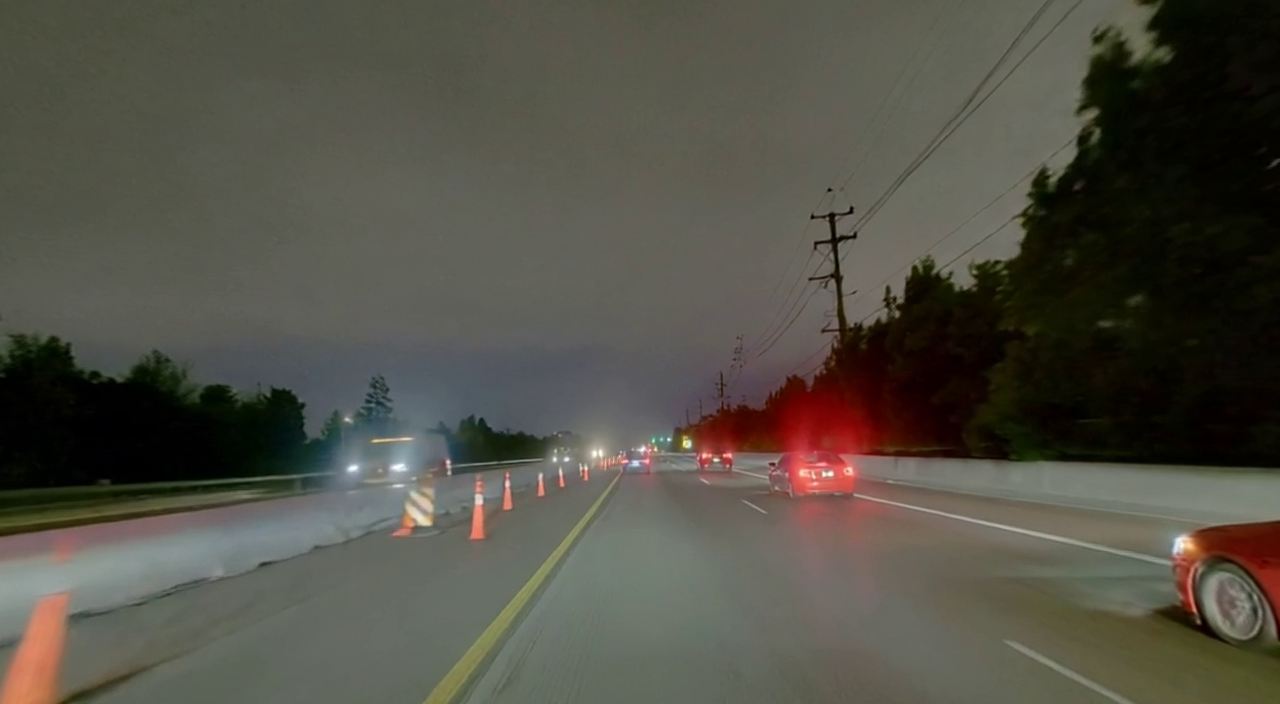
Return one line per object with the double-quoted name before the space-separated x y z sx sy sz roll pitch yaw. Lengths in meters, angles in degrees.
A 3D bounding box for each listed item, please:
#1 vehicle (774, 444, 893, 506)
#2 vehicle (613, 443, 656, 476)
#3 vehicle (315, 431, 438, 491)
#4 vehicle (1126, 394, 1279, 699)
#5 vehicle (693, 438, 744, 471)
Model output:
"vehicle" 4.920 3.166 16.688 1.881 1.409 4.016 0 -8 0
"vehicle" -0.244 5.482 32.471 2.096 1.583 4.150 0 -8 1
"vehicle" -8.758 3.658 21.535 2.066 1.811 4.683 0 -8 2
"vehicle" 4.320 0.820 1.964 1.997 1.568 4.529 0 -8 0
"vehicle" 4.929 6.557 40.492 2.559 1.943 5.610 0 -8 1
